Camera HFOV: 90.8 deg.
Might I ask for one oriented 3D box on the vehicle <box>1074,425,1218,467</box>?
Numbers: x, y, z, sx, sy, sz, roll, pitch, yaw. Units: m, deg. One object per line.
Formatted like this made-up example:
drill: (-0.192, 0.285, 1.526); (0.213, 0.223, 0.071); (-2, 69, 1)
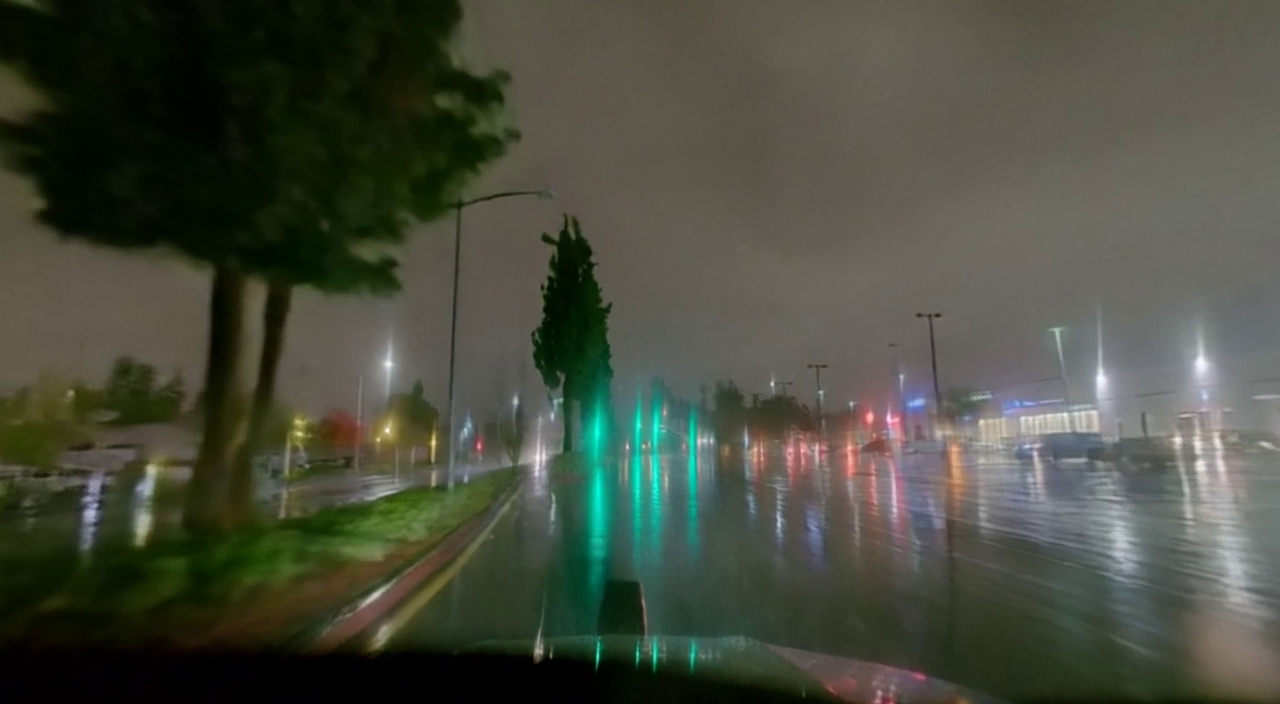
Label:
vehicle: (21.117, 3.999, 26.691); (1.941, 1.511, 4.690); (-2, -9, -3)

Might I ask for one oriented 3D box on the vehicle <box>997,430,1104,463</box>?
vehicle: (20.966, 4.874, 32.551); (2.048, 1.559, 4.758); (0, -9, -4)

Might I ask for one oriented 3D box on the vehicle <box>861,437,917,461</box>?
vehicle: (19.515, 7.620, 49.669); (1.995, 1.673, 4.725); (-1, -9, -7)

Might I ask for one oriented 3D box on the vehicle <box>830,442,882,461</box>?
vehicle: (16.994, 7.857, 49.972); (1.974, 1.446, 4.614); (1, -9, -8)

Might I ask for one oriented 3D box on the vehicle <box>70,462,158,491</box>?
vehicle: (-30.922, 7.318, 37.117); (4.663, 1.565, 2.027); (-6, -10, 25)
